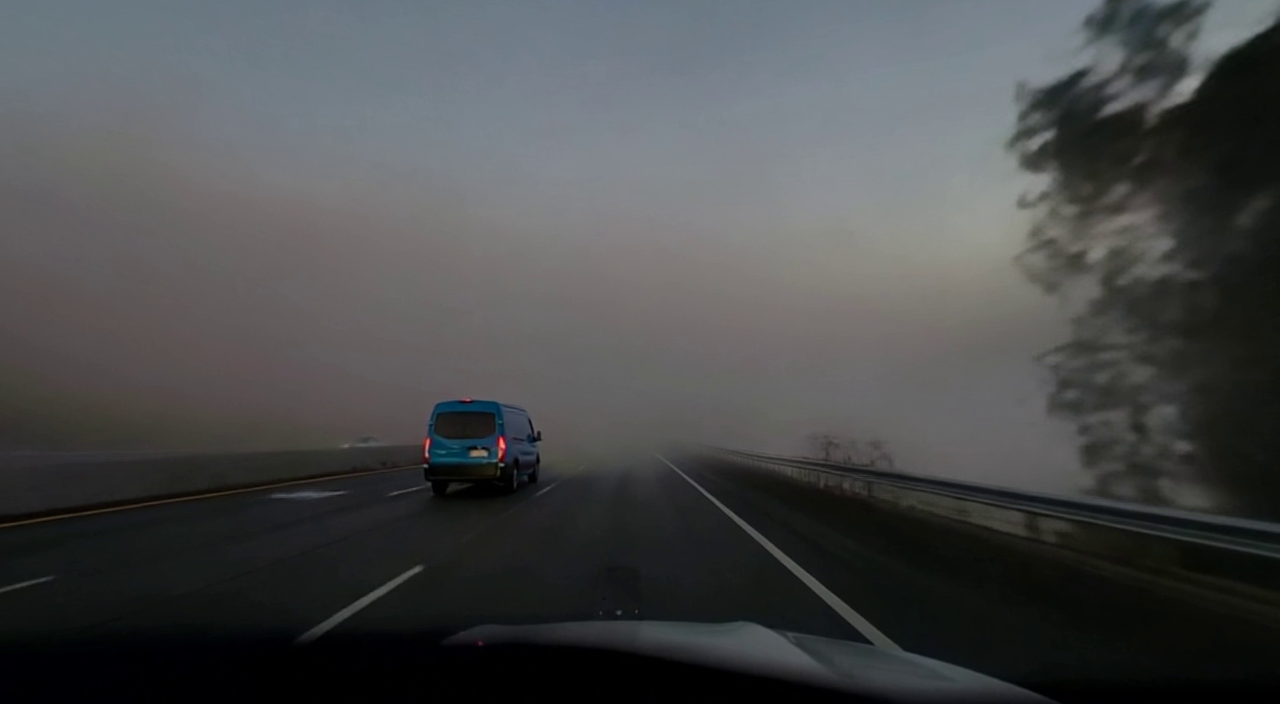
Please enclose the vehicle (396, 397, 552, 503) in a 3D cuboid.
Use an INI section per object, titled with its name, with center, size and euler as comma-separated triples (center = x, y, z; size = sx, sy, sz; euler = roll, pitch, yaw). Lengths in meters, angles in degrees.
[vehicle]
center = -3.575, 2.229, 14.704
size = 2.309, 2.053, 4.884
euler = 0, -8, 0
